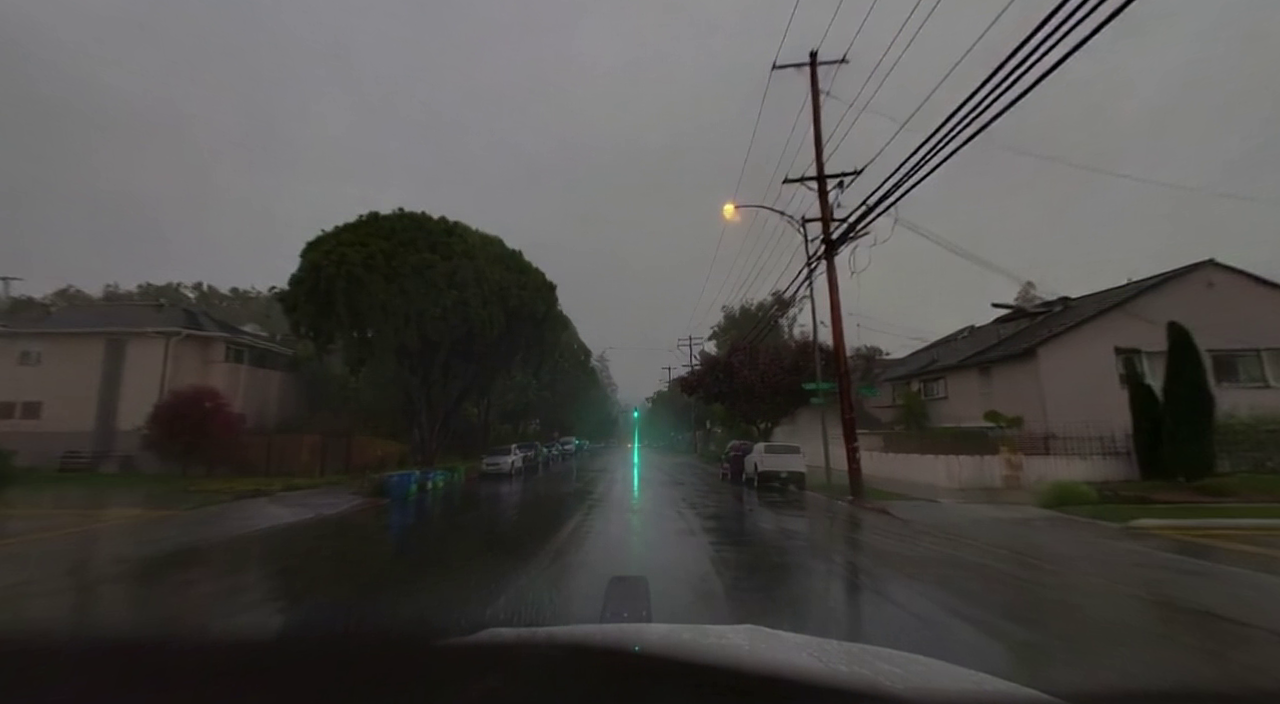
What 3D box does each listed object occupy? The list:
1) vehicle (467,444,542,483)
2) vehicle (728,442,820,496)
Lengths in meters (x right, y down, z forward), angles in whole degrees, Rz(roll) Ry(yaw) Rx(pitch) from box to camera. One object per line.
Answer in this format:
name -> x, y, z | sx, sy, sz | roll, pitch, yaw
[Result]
vehicle -> -5.884, 4.879, 28.063 | 2.231, 1.492, 4.727 | 1, -8, 1
vehicle -> 3.943, 3.499, 19.287 | 1.851, 1.438, 4.177 | 0, -8, 0
